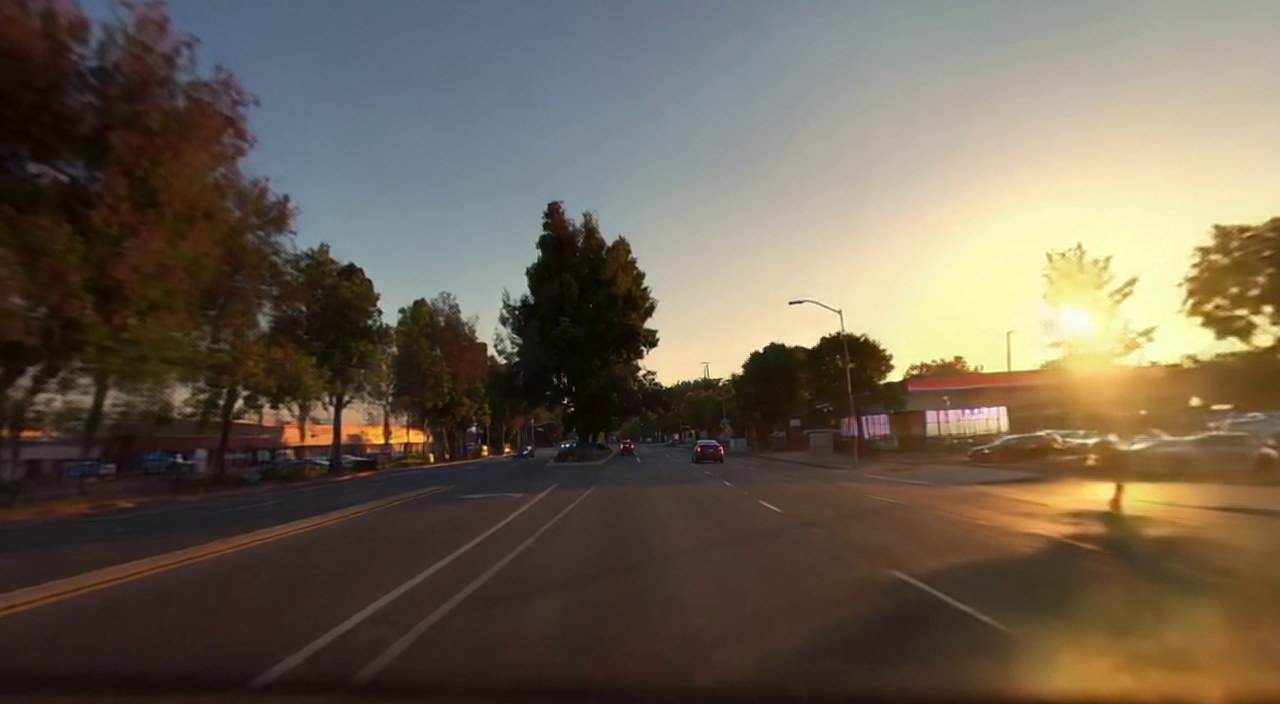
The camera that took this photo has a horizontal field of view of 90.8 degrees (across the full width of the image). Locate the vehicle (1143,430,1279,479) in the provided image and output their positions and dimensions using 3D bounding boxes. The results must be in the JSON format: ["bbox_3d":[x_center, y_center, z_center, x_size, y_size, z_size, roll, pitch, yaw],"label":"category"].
[{"bbox_3d":[22.693,3.892,24.106,2.086,1.730,4.913,6,-11,-35],"label":"vehicle"}]

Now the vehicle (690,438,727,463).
[{"bbox_3d":[4.721,6.924,44.287,1.957,1.643,4.226,0,-9,-2],"label":"vehicle"}]

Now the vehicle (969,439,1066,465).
[{"bbox_3d":[23.318,6.193,39.181,1.886,1.438,4.742,6,-10,-33],"label":"vehicle"}]

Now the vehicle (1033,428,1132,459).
[{"bbox_3d":[31.928,6.683,45.738,2.159,1.950,5.240,2,-9,-39],"label":"vehicle"}]
